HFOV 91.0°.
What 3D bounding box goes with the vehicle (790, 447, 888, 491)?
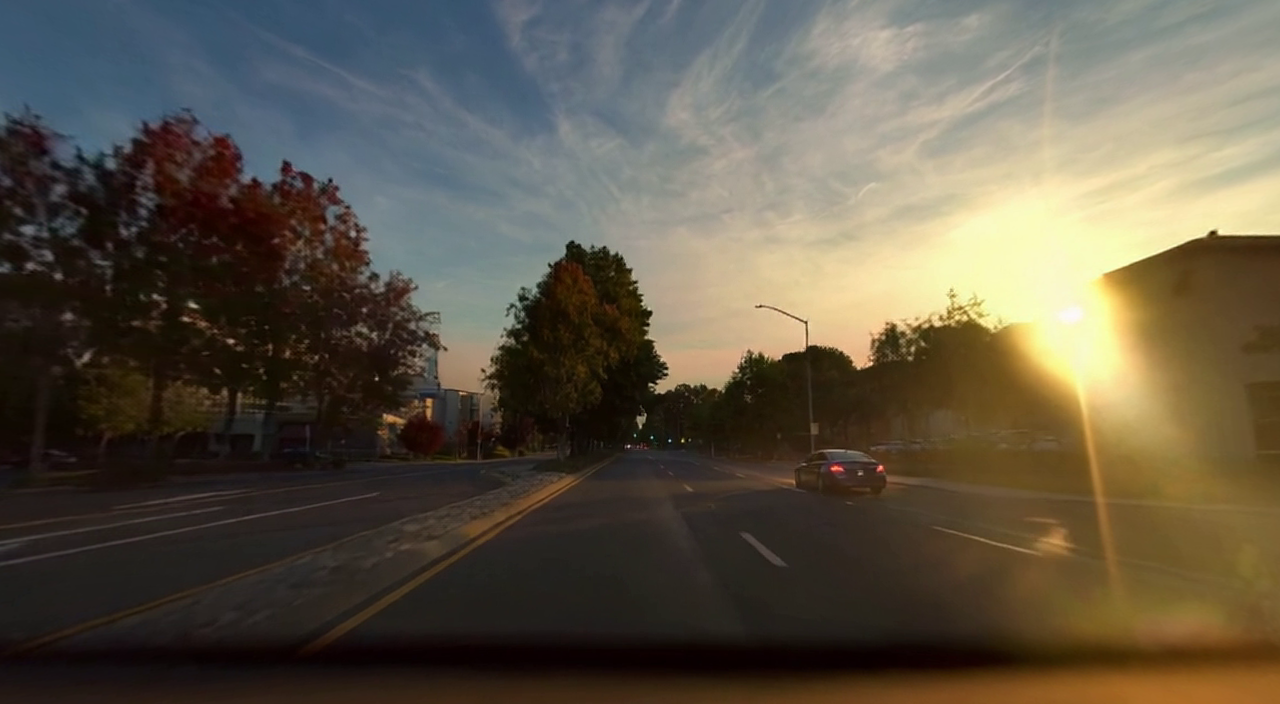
[{"bbox_3d":[7.102,4.192,23.024,2.054,1.421,4.487,0,-8,-1],"label":"vehicle"}]
